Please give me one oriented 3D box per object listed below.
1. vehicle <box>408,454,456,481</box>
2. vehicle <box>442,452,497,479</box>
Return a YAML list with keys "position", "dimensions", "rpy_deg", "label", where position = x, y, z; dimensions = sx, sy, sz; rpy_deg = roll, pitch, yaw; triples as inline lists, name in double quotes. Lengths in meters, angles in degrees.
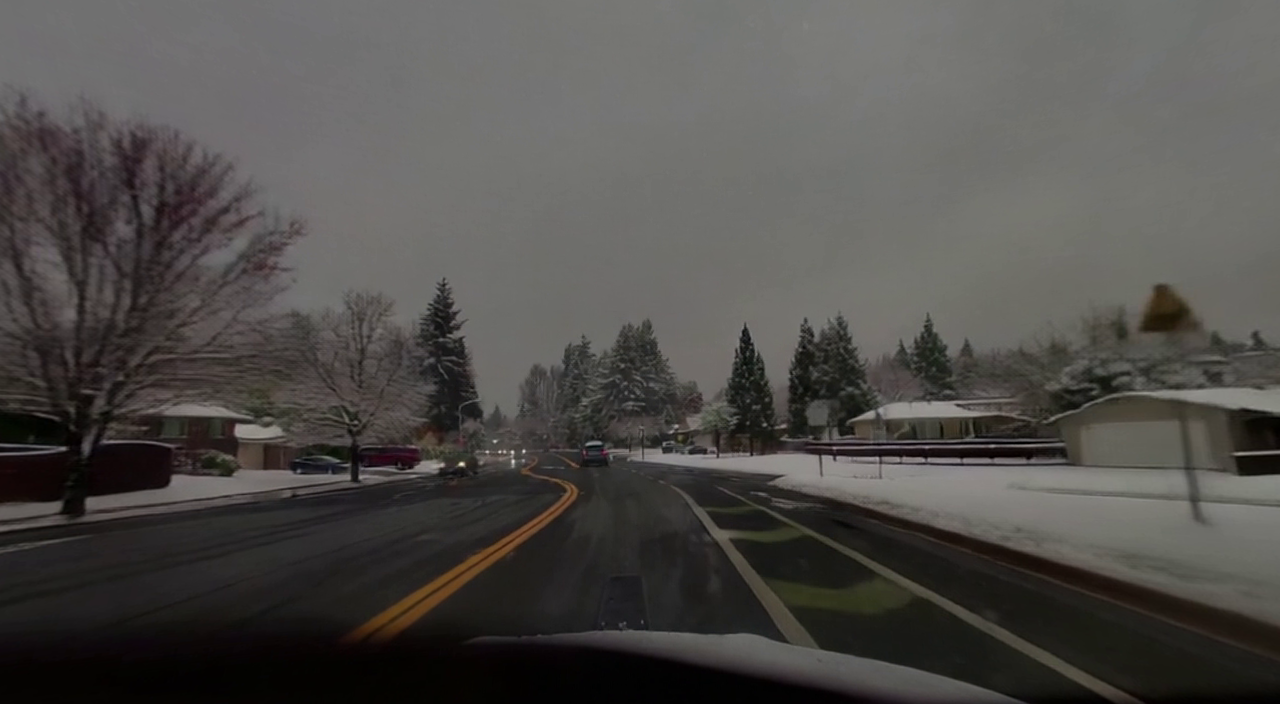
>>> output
- position: [-14.109, 7.835, 43.077]
  dimensions: [1.881, 1.655, 4.177]
  rpy_deg: [0, -8, -1]
  label: "vehicle"
- position: [-10.509, 6.987, 39.149]
  dimensions: [1.979, 1.503, 4.678]
  rpy_deg: [-1, -8, 2]
  label: "vehicle"
